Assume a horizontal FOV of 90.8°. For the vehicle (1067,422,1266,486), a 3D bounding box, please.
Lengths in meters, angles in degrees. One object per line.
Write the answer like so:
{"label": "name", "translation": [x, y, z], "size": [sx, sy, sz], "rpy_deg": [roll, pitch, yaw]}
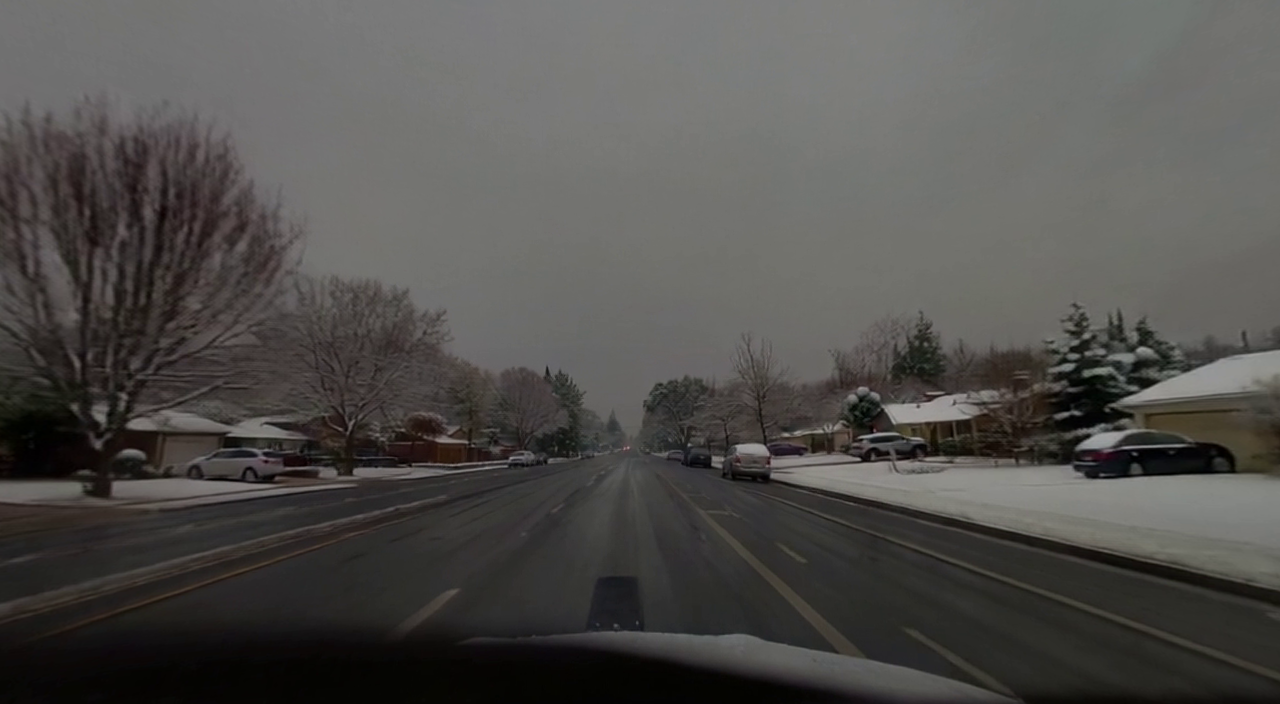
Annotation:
{"label": "vehicle", "translation": [15.386, 3.002, 18.677], "size": [4.010, 1.751, 1.922], "rpy_deg": [-1, -9, 3]}

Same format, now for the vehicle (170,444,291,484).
{"label": "vehicle", "translation": [-20.383, 5.583, 31.614], "size": [4.564, 1.895, 2.221], "rpy_deg": [-1, -9, 6]}

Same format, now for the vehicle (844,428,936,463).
{"label": "vehicle", "translation": [15.841, 5.983, 40.255], "size": [4.921, 2.117, 2.249], "rpy_deg": [-1, -9, 2]}

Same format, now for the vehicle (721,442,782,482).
{"label": "vehicle", "translation": [5.097, 5.084, 29.553], "size": [2.001, 1.693, 4.311], "rpy_deg": [0, -9, -1]}
